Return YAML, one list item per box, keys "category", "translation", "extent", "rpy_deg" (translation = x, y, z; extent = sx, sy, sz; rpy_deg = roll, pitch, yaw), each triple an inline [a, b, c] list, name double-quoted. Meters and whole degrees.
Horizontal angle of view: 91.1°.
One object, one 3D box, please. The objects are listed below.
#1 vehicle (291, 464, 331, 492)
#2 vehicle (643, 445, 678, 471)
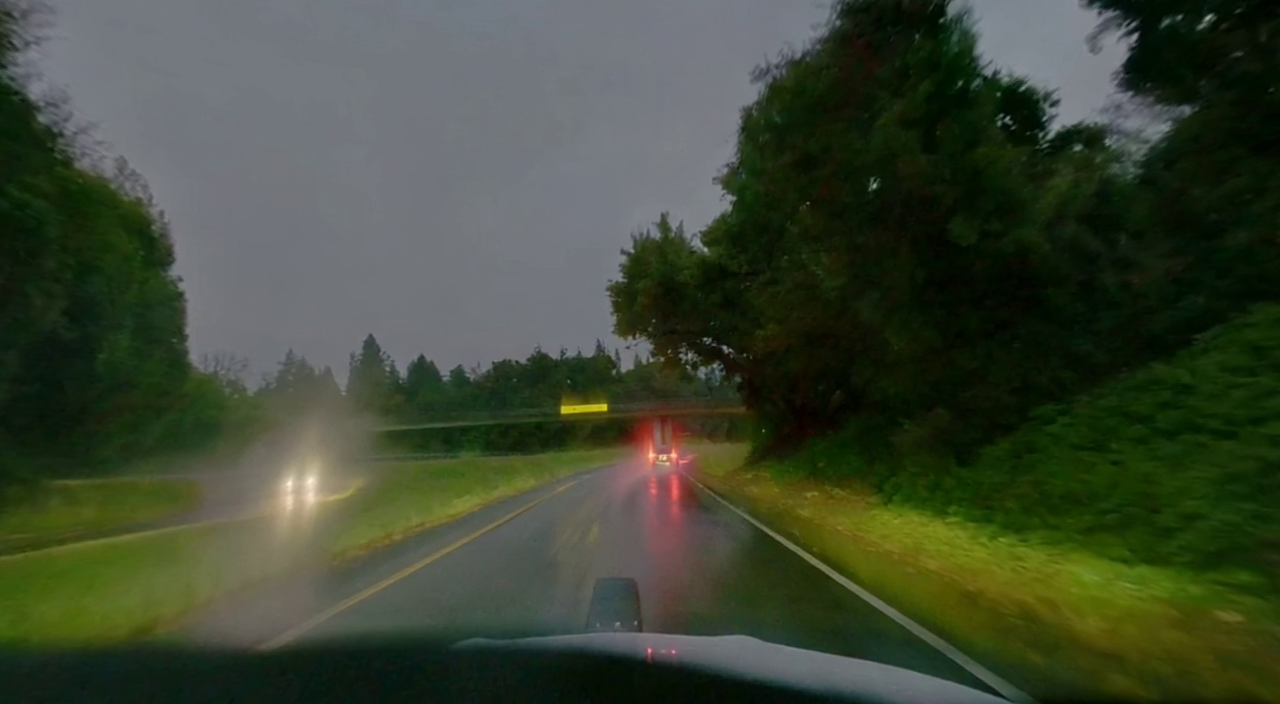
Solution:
- category: "vehicle"
  translation: [-21.683, 8.264, 41.350]
  extent: [1.877, 1.603, 4.215]
  rpy_deg: [5, -10, -33]
- category: "vehicle"
  translation: [1.223, 6.368, 37.950]
  extent: [1.980, 1.449, 3.650]
  rpy_deg: [-1, -9, 2]
